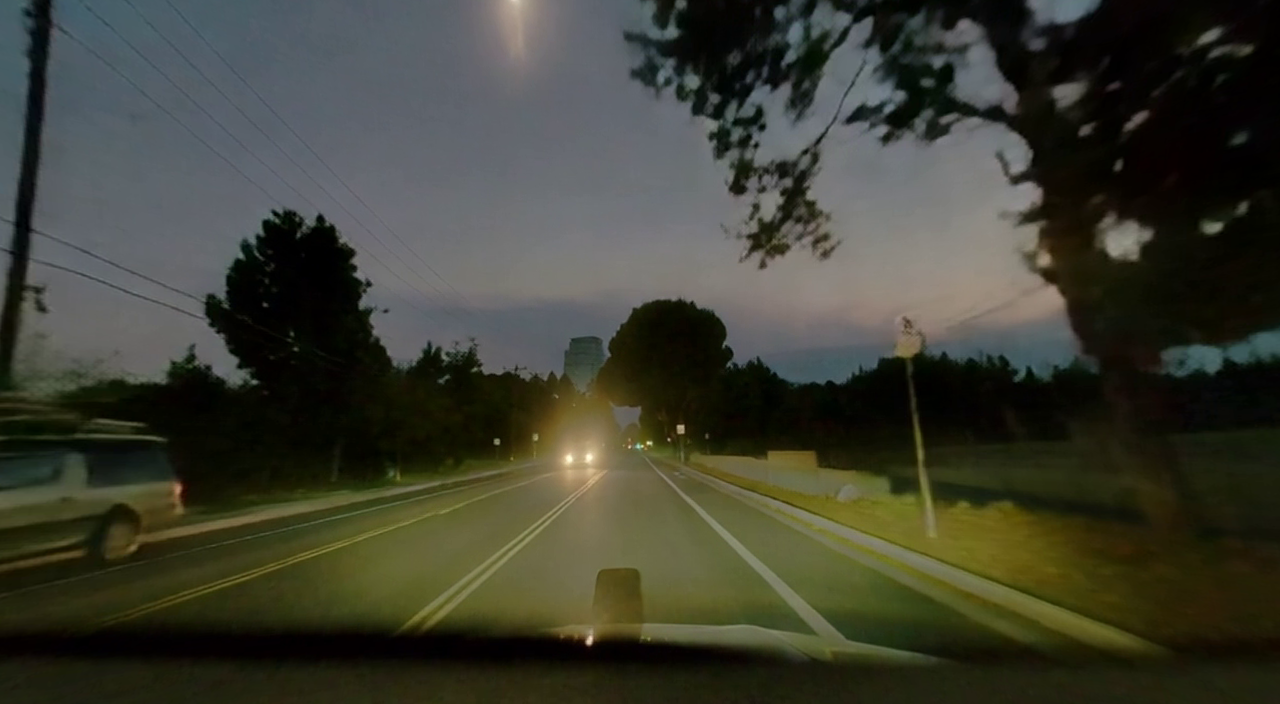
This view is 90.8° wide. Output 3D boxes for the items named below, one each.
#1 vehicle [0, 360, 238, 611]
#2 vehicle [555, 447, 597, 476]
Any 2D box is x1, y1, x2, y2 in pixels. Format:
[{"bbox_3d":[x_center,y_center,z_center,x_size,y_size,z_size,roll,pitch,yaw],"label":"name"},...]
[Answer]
[{"bbox_3d":[-8.094,1.575,7.637,2.351,2.696,6.106,-1,-8,1],"label":"vehicle"},{"bbox_3d":[-3.858,6.715,39.003,2.086,1.608,4.649,-1,-9,0],"label":"vehicle"}]
